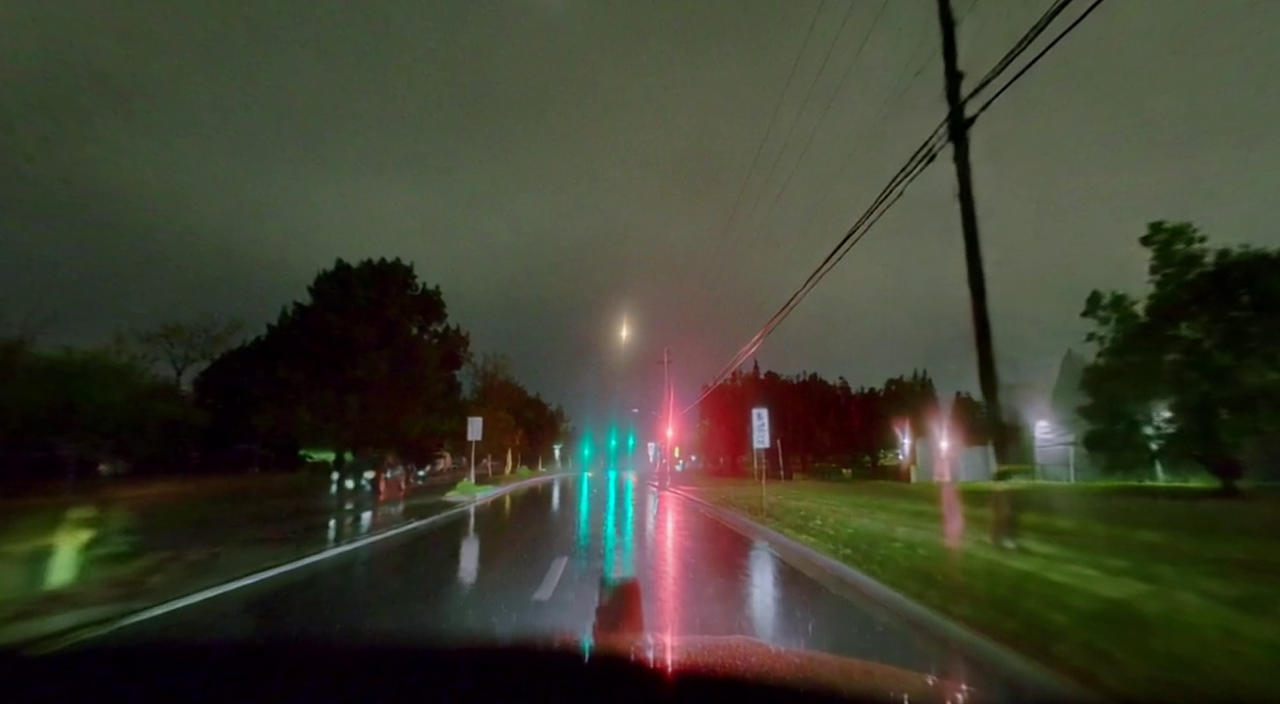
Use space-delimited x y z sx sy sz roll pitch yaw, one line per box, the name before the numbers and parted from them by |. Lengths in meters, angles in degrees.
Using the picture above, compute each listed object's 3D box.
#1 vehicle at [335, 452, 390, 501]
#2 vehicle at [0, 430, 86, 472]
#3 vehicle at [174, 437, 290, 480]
vehicle | -11.329 5.042 25.765 1.861 1.736 4.241 1 -10 -23
vehicle | -45.572 7.378 47.203 6.459 2.858 2.475 -1 -5 13
vehicle | -30.897 8.048 47.684 7.249 3.082 2.621 -2 -10 10
